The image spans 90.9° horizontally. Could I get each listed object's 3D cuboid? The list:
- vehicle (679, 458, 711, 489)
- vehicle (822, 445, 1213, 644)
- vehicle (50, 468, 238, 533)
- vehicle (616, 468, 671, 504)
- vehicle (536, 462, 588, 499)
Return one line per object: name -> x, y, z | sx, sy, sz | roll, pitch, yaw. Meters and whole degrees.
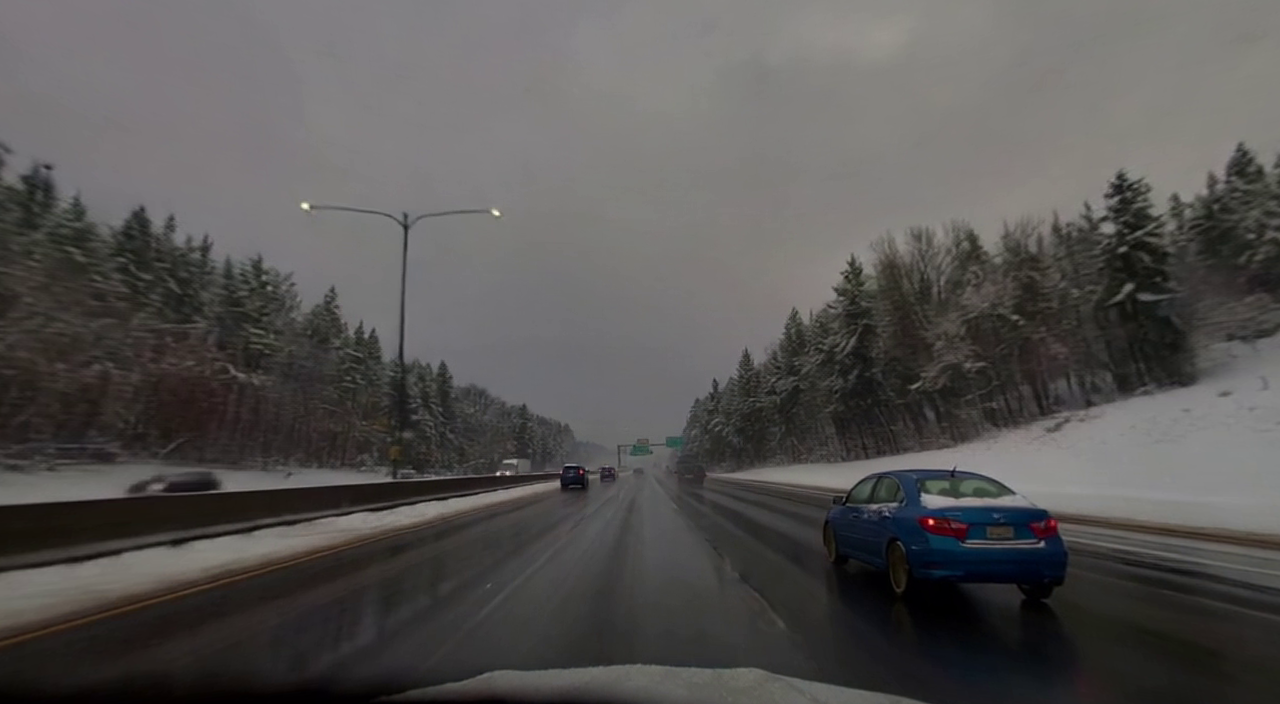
vehicle -> 4.146, 9.195, 47.767 | 2.030, 2.172, 3.621 | 1, -10, -1
vehicle -> 3.615, 1.910, 7.062 | 1.938, 1.561, 3.786 | 1, -10, -1
vehicle -> -12.478, 3.722, 16.208 | 1.767, 1.415, 3.665 | 1, -10, 1
vehicle -> 0.152, 5.835, 27.709 | 2.241, 1.425, 3.973 | 1, -10, 0
vehicle -> -3.910, 6.510, 32.179 | 2.021, 1.706, 4.247 | 0, -10, 1
